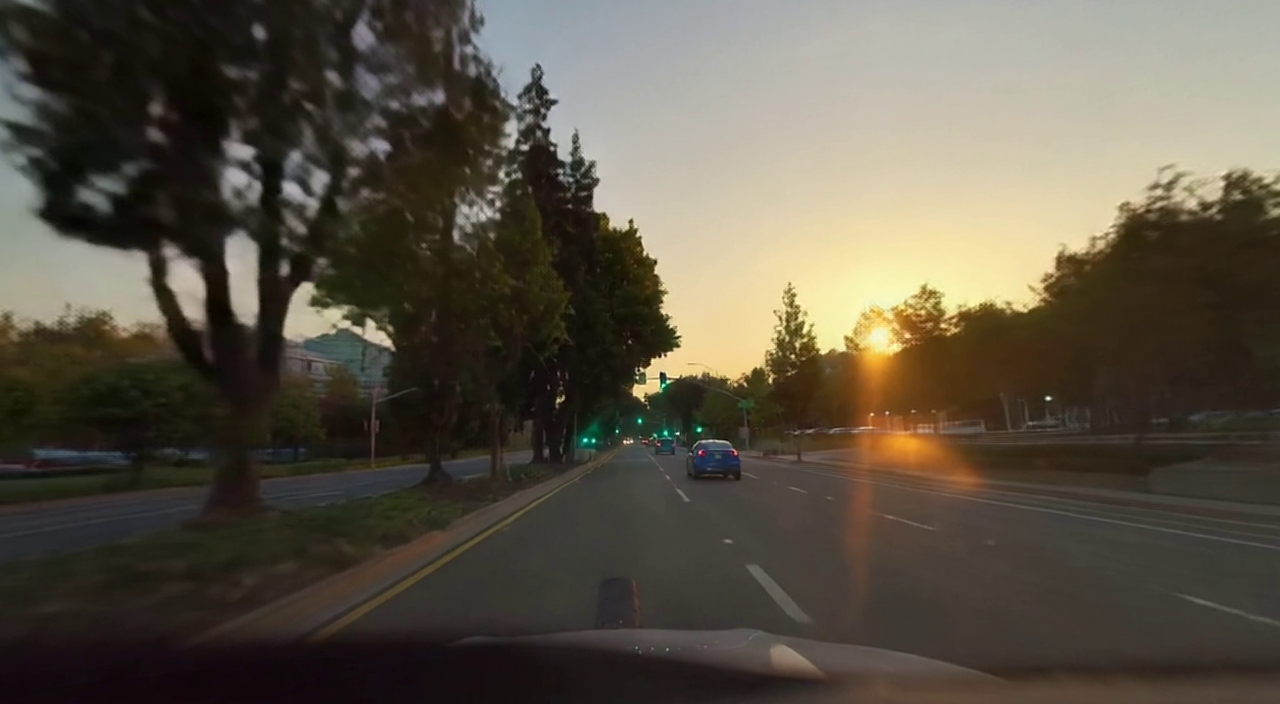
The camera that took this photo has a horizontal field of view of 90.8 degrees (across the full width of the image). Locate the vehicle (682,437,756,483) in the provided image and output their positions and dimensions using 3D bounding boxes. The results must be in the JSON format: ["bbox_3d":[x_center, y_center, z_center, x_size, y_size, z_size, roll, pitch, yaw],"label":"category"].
[{"bbox_3d":[2.721,3.858,22.862,2.056,1.483,4.091,0,-8,-1],"label":"vehicle"}]
